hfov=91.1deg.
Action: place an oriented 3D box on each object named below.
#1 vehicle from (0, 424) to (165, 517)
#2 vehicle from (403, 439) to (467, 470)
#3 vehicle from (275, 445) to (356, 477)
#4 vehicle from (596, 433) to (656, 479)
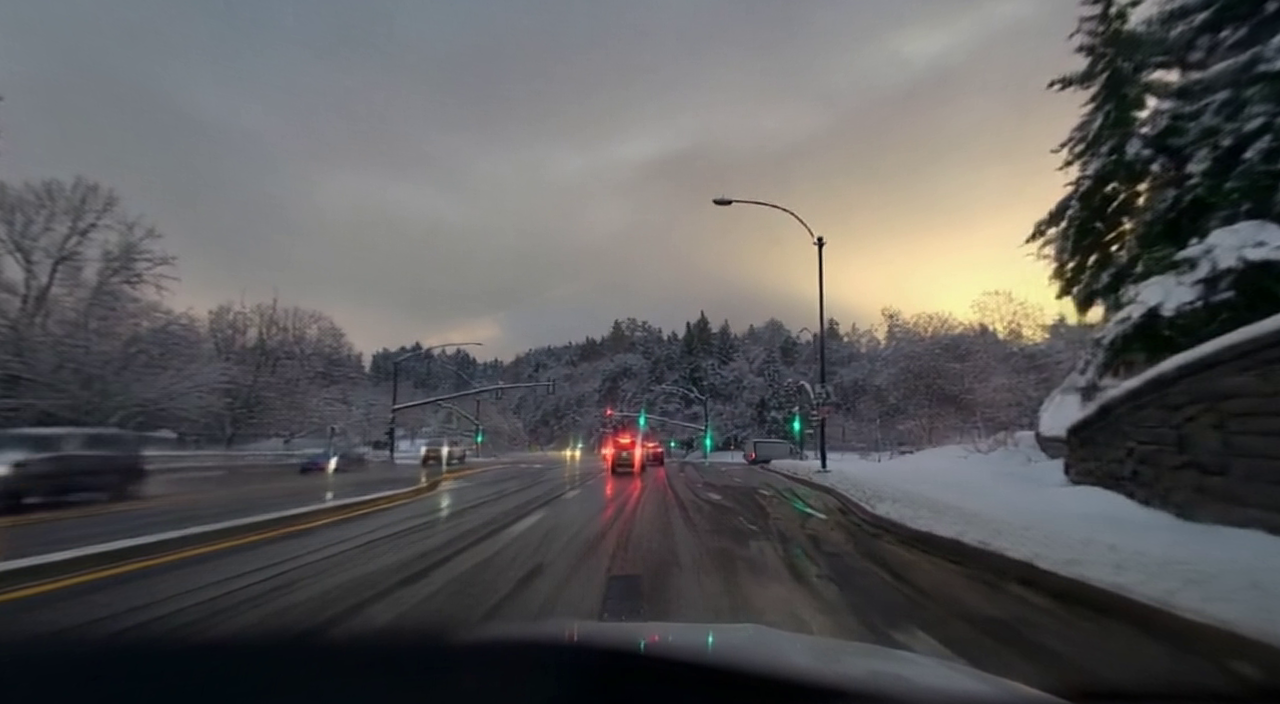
[{"bbox_3d":[-13.300,2.521,13.717,2.111,1.751,4.757,0,-9,0],"label":"vehicle"},{"bbox_3d":[-12.795,6.437,39.594,2.086,1.797,4.749,-1,-9,5],"label":"vehicle"},{"bbox_3d":[-17.609,5.925,34.374,1.924,1.598,4.652,0,-9,0],"label":"vehicle"},{"bbox_3d":[-0.521,4.518,27.539,2.152,1.822,4.391,-1,-9,5],"label":"vehicle"}]
